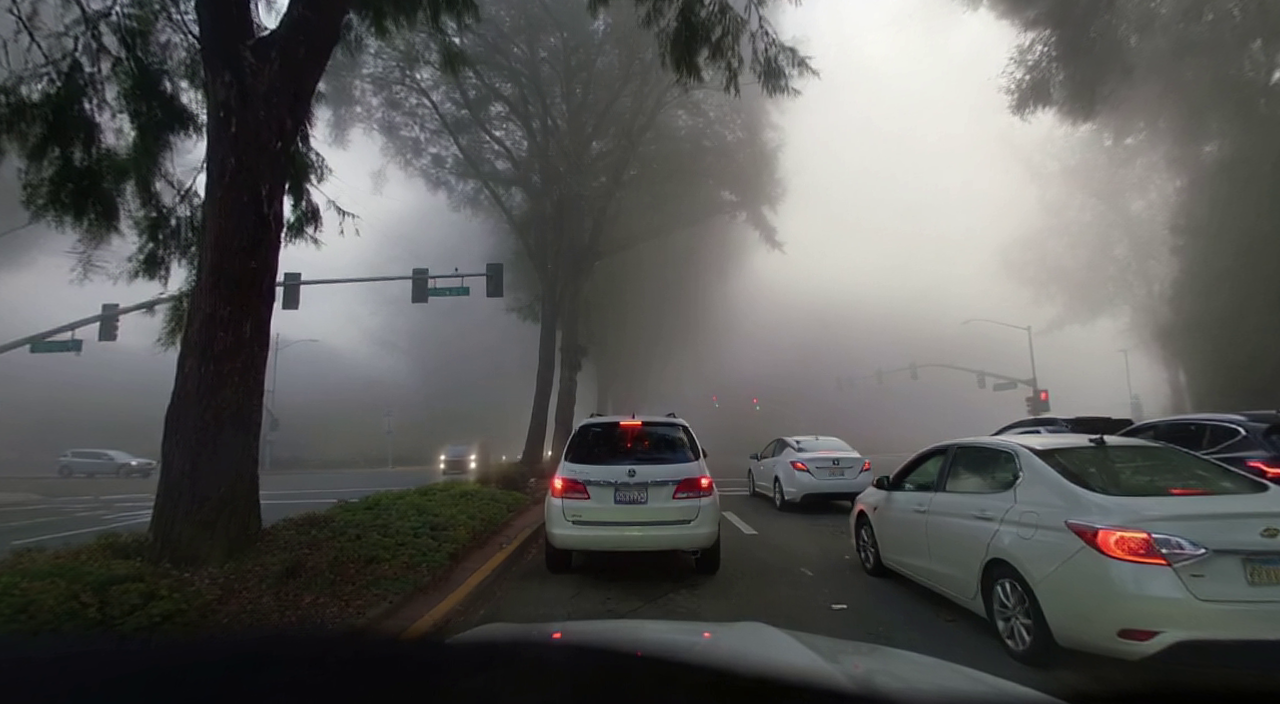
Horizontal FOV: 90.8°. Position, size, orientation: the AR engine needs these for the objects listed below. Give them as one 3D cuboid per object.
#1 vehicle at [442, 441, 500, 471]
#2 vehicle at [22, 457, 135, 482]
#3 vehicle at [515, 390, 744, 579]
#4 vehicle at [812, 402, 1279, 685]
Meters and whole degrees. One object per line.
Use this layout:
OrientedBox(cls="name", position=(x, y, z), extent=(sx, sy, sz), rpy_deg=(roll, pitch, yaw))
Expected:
OrientedBox(cls="vehicle", position=(-11.126, 6.885, 42.111), extent=(2.204, 1.848, 6.047), rpy_deg=(0, -9, 0))
OrientedBox(cls="vehicle", position=(-35.078, 7.341, 39.602), extent=(4.845, 1.442, 1.880), rpy_deg=(2, -9, -12))
OrientedBox(cls="vehicle", position=(-0.213, 1.617, 8.433), extent=(2.236, 1.827, 4.316), rpy_deg=(1, -9, -3))
OrientedBox(cls="vehicle", position=(3.367, 1.421, 5.974), extent=(2.034, 1.558, 4.774), rpy_deg=(0, -9, -1))
